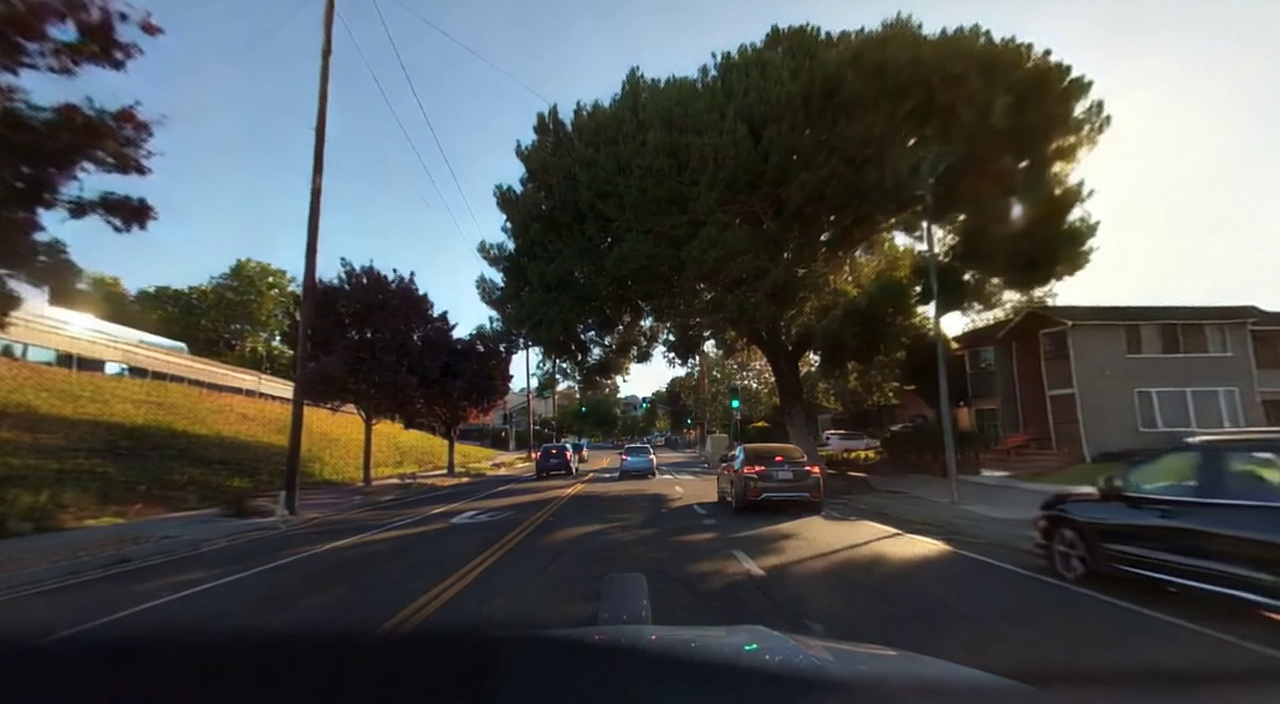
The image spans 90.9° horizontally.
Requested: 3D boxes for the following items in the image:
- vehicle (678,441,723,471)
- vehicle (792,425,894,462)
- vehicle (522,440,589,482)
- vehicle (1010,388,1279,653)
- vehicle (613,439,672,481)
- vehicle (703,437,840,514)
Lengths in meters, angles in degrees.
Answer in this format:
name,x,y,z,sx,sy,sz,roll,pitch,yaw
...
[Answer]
name,x,y,z,sx,sy,sz,roll,pitch,yaw
vehicle,3.140,5.487,33.520,1.943,1.484,4.030,0,-8,-1
vehicle,13.610,6.161,42.545,5.929,1.970,2.381,-5,-8,-2
vehicle,-3.280,4.317,25.288,2.012,1.505,4.205,0,-8,1
vehicle,5.645,1.369,5.262,2.277,1.850,4.717,4,-8,-1
vehicle,0.082,4.226,24.959,2.101,1.467,4.210,0,-8,0
vehicle,2.790,2.735,14.542,2.158,1.483,4.415,0,-8,0
